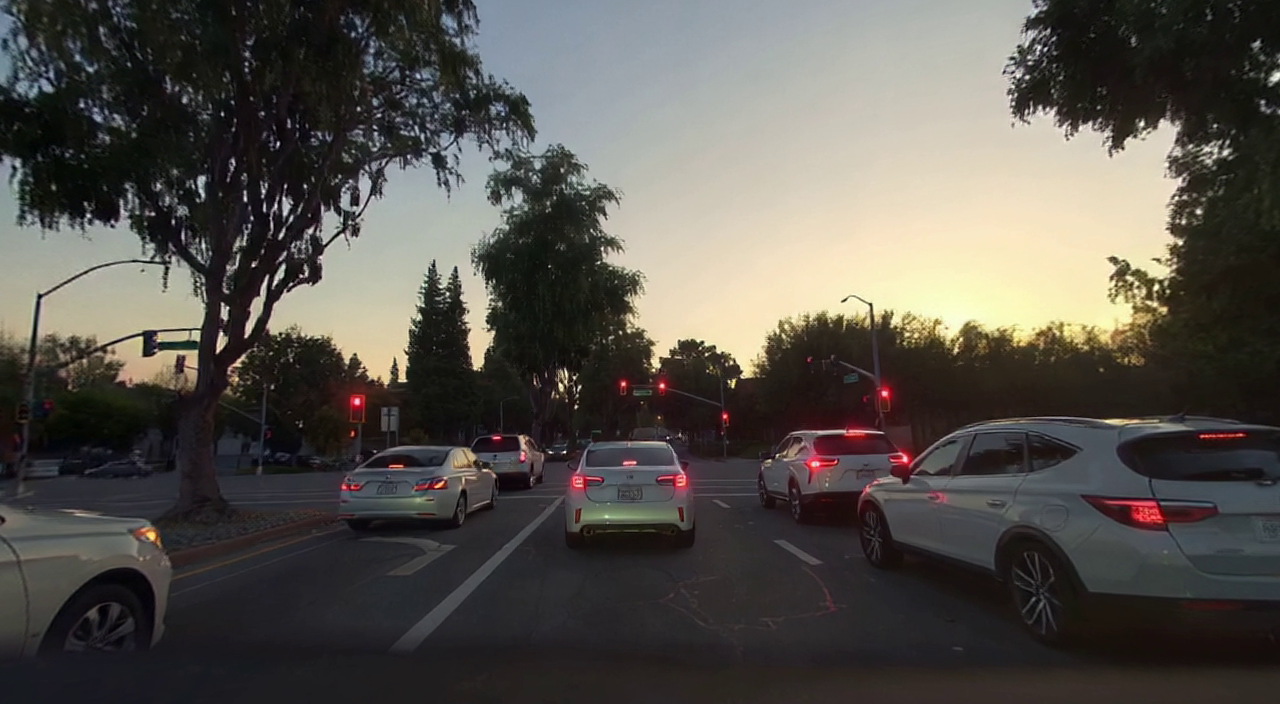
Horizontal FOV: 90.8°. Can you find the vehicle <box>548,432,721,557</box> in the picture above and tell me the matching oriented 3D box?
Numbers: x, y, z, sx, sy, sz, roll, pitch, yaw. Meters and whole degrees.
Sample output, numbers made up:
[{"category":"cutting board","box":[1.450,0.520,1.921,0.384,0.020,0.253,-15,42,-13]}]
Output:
[{"category":"vehicle","box":[-0.079,2.003,9.602,2.061,1.470,3.970,0,-8,0]}]

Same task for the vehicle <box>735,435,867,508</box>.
[{"category":"vehicle","box":[3.648,2.778,15.247,1.922,1.472,4.440,0,-8,-1]}]

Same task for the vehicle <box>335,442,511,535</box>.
[{"category":"vehicle","box":[-3.925,2.511,12.334,1.919,1.459,4.371,0,-8,-1]}]

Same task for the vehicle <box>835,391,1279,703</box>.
[{"category":"vehicle","box":[3.385,1.310,5.428,1.933,1.564,4.600,0,-8,0]}]

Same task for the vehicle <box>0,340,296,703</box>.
[{"category":"vehicle","box":[-3.656,0.838,2.549,2.047,1.764,4.369,0,-8,0]}]
